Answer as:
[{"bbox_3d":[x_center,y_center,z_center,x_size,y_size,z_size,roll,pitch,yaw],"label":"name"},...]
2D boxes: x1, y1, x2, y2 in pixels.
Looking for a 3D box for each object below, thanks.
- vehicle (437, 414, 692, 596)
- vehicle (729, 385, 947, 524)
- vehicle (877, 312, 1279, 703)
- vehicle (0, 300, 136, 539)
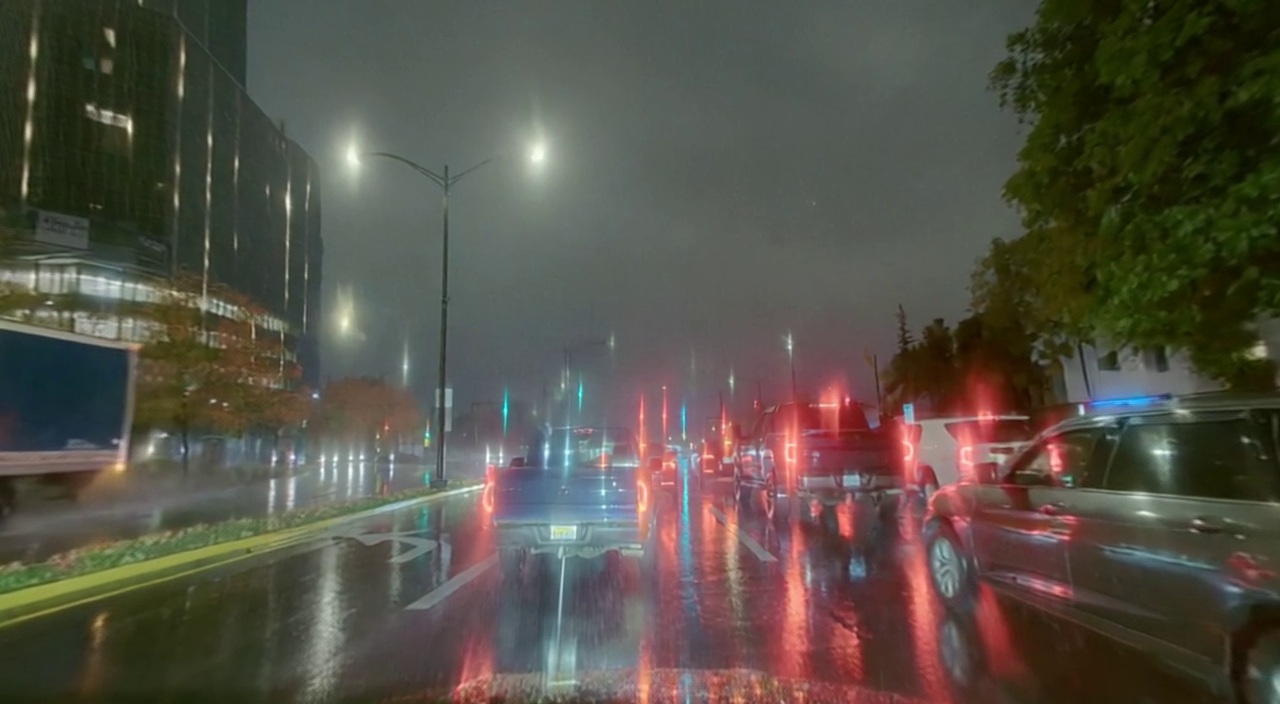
[{"bbox_3d":[-0.623,1.625,7.552,2.172,1.536,4.250,0,-9,1],"label":"vehicle"},{"bbox_3d":[3.518,2.043,12.866,2.497,2.186,5.890,0,-9,0],"label":"vehicle"},{"bbox_3d":[3.175,0.913,3.290,2.024,1.723,4.714,0,-8,0],"label":"vehicle"},{"bbox_3d":[-13.408,0.369,5.748,3.246,4.347,17.394,0,-9,0],"label":"vehicle"}]
